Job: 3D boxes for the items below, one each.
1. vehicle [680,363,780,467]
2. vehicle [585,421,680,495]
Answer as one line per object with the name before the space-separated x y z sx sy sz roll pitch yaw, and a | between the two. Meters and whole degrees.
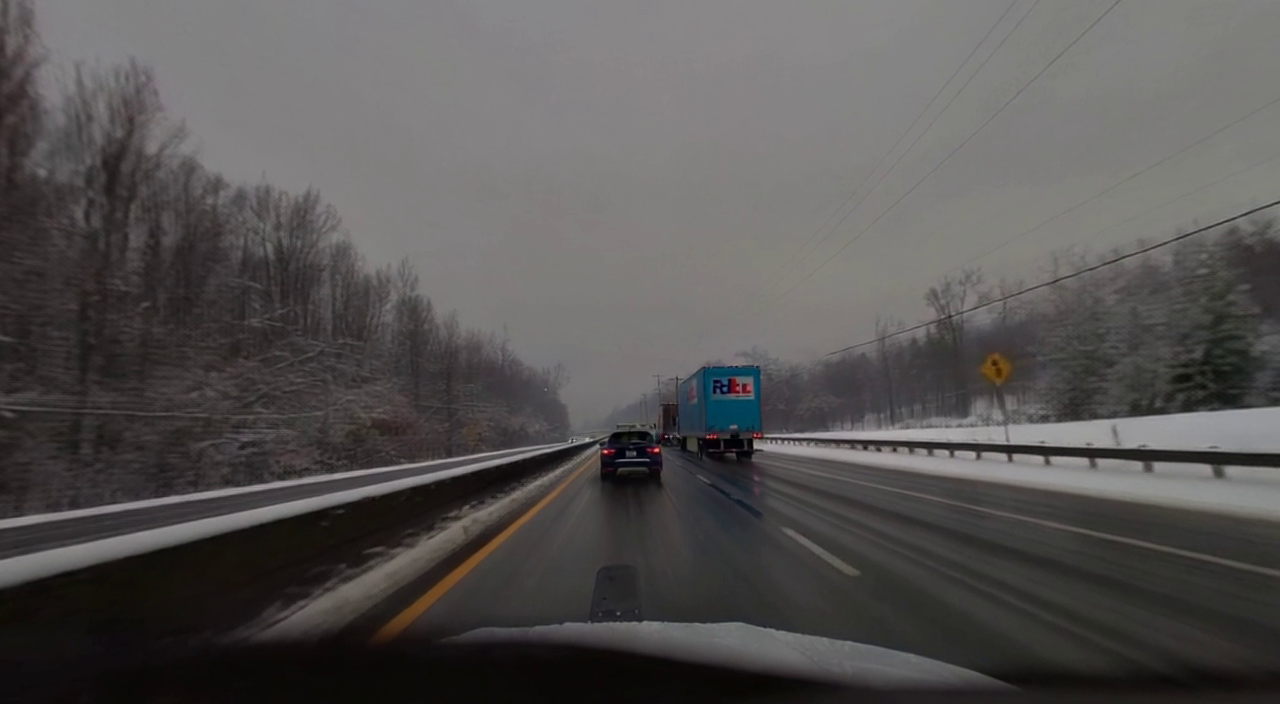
vehicle | 3.640 2.963 28.027 2.835 3.872 8.916 0 -8 -2
vehicle | -0.223 2.570 15.616 2.062 1.581 3.914 0 -8 -2
